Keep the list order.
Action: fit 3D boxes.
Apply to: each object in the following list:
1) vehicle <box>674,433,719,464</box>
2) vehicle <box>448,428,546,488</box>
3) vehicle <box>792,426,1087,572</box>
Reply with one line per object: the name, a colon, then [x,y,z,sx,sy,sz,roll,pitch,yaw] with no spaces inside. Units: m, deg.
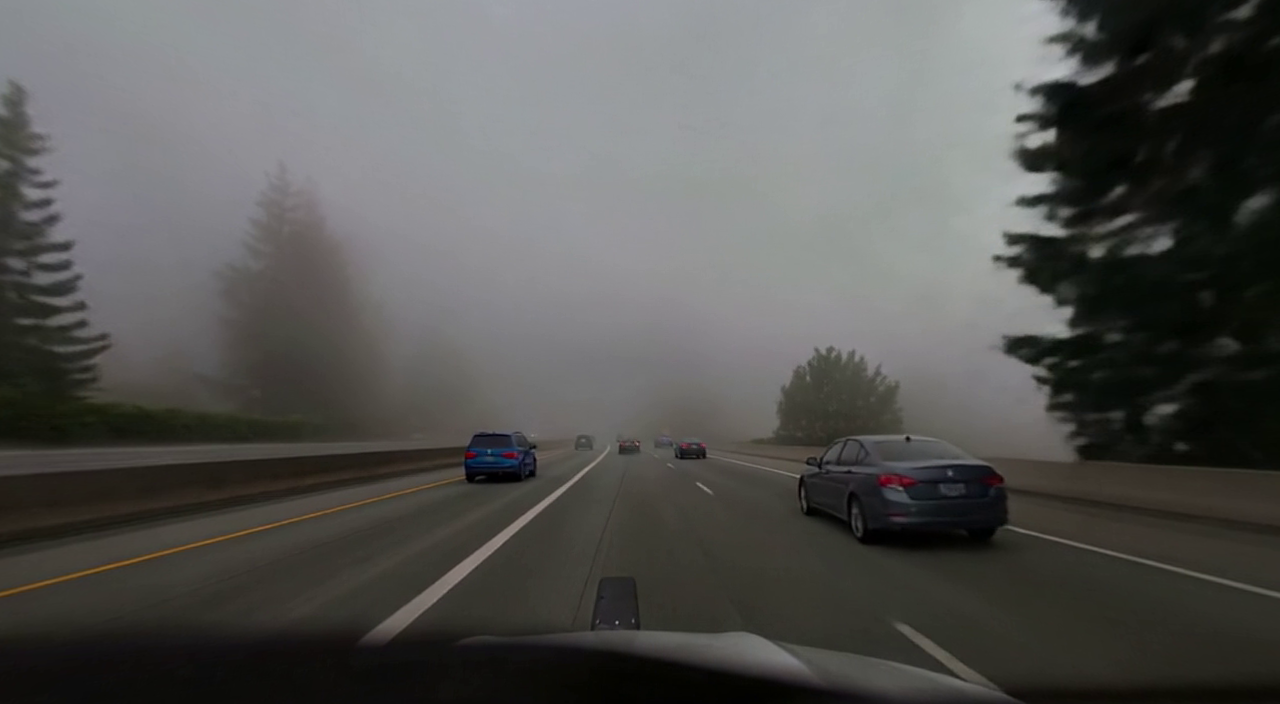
vehicle: [2.967,5.151,33.791,1.883,1.536,3.792,0,-8,-3]
vehicle: [-4.029,3.032,18.462,1.941,1.529,4.111,0,-8,-1]
vehicle: [3.590,1.781,8.526,1.986,1.488,3.867,0,-8,-2]
